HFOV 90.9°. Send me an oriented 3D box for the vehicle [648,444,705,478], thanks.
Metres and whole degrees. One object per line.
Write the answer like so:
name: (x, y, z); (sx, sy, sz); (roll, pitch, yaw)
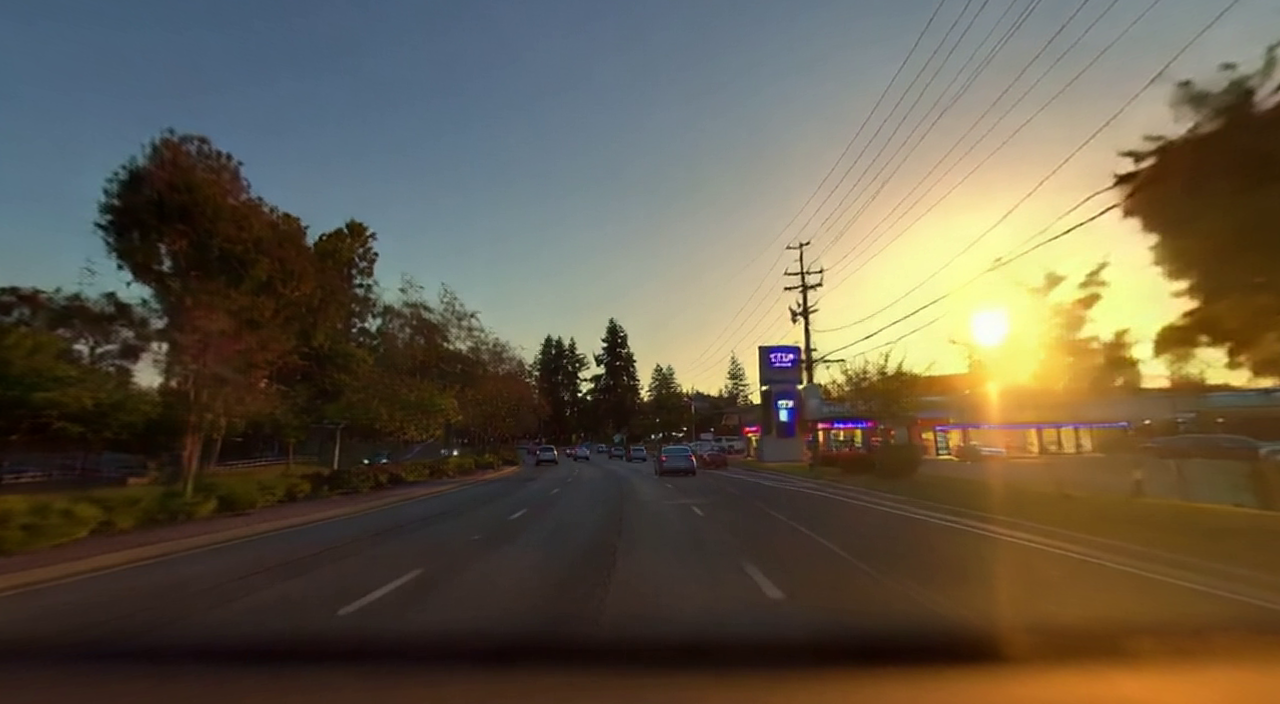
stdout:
vehicle: (1.617, 5.120, 29.888); (2.130, 1.476, 4.453); (0, -9, -4)
